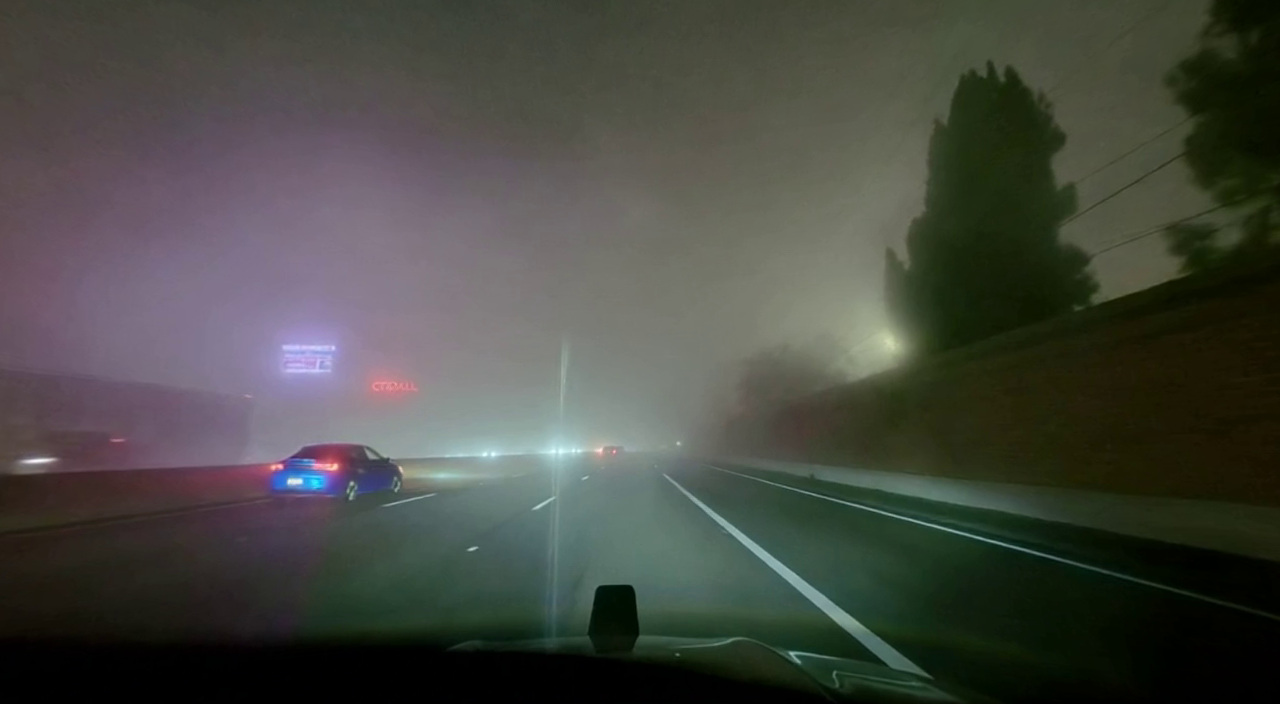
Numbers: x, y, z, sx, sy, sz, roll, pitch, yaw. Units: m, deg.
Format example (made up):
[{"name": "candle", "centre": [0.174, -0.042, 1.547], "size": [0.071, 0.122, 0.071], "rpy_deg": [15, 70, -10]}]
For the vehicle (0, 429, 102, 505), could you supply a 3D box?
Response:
[{"name": "vehicle", "centre": [-14.556, 2.436, 13.355], "size": [1.987, 1.595, 4.976], "rpy_deg": [0, -9, -1]}]

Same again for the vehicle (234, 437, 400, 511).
[{"name": "vehicle", "centre": [-7.682, 2.917, 15.550], "size": [2.013, 1.574, 3.923], "rpy_deg": [0, -8, -1]}]

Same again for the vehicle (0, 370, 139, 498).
[{"name": "vehicle", "centre": [-22.192, 2.461, 19.135], "size": [2.983, 4.074, 13.437], "rpy_deg": [0, -8, 0]}]

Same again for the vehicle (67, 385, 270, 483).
[{"name": "vehicle", "centre": [-22.261, 4.069, 30.830], "size": [2.853, 4.066, 8.898], "rpy_deg": [0, -8, 0]}]
